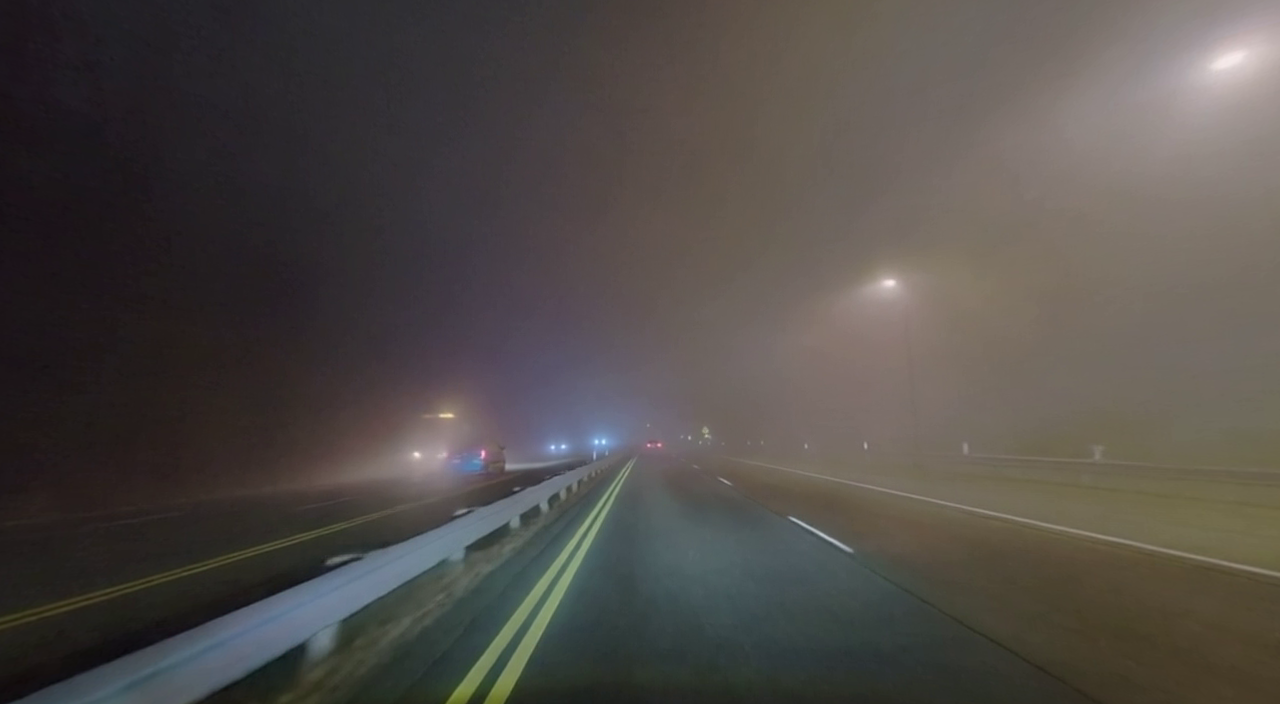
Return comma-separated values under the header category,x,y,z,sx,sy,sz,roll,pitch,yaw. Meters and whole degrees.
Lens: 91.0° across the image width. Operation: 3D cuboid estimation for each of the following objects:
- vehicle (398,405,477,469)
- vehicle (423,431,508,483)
category,x,y,z,sx,sy,sz,roll,pitch,yaw
vehicle,-13.928,5.937,43.862,3.090,4.025,6.471,1,-8,1
vehicle,-6.925,4.210,25.506,2.068,1.897,4.372,-1,-8,2
